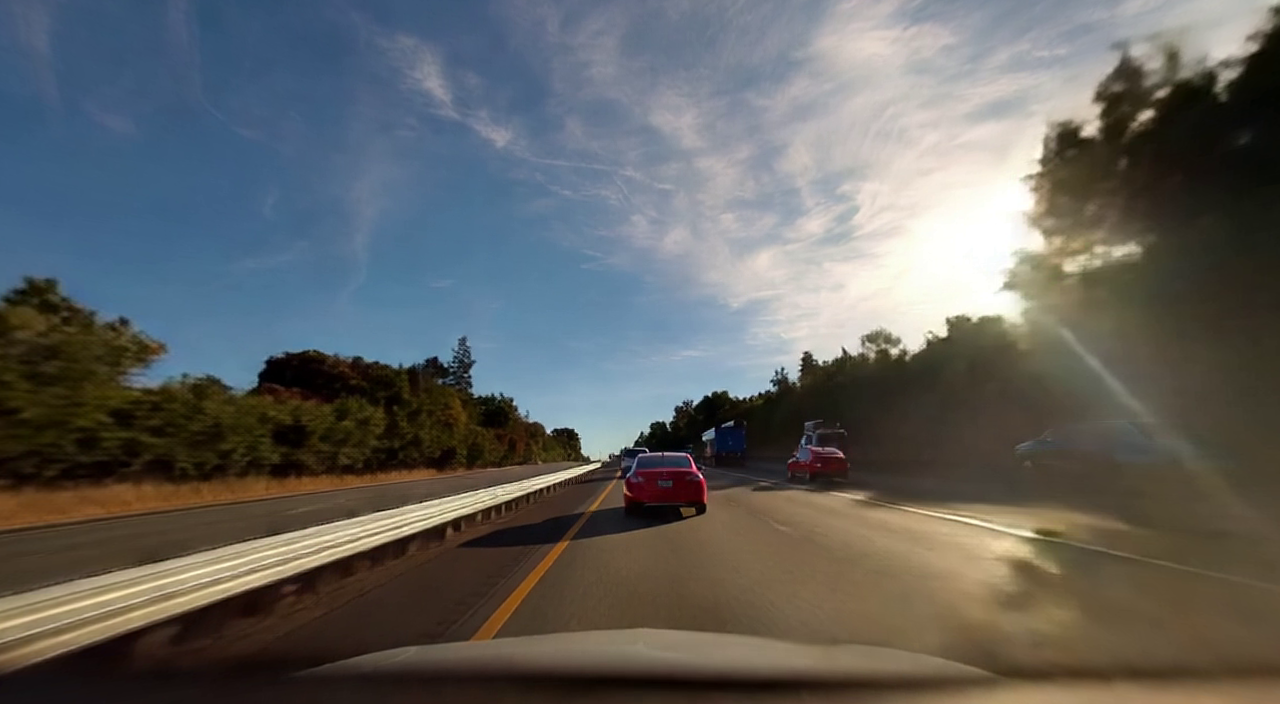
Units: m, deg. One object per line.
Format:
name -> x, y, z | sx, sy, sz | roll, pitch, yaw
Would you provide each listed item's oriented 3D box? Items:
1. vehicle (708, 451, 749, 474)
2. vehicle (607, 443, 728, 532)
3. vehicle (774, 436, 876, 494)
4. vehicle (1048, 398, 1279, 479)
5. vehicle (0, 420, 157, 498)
vehicle -> 5.978, 7.497, 43.102 | 2.015, 1.454, 4.324 | 0, -9, -2
vehicle -> 0.444, 2.631, 12.776 | 2.076, 1.485, 3.774 | 0, -9, -1
vehicle -> 6.408, 3.979, 22.502 | 2.177, 1.827, 4.565 | 0, -9, -1
vehicle -> 31.635, 5.383, 38.371 | 2.822, 3.996, 14.073 | 1, -9, -7
vehicle -> -33.439, 6.305, 37.632 | 2.902, 3.981, 7.819 | -3, -8, 0
